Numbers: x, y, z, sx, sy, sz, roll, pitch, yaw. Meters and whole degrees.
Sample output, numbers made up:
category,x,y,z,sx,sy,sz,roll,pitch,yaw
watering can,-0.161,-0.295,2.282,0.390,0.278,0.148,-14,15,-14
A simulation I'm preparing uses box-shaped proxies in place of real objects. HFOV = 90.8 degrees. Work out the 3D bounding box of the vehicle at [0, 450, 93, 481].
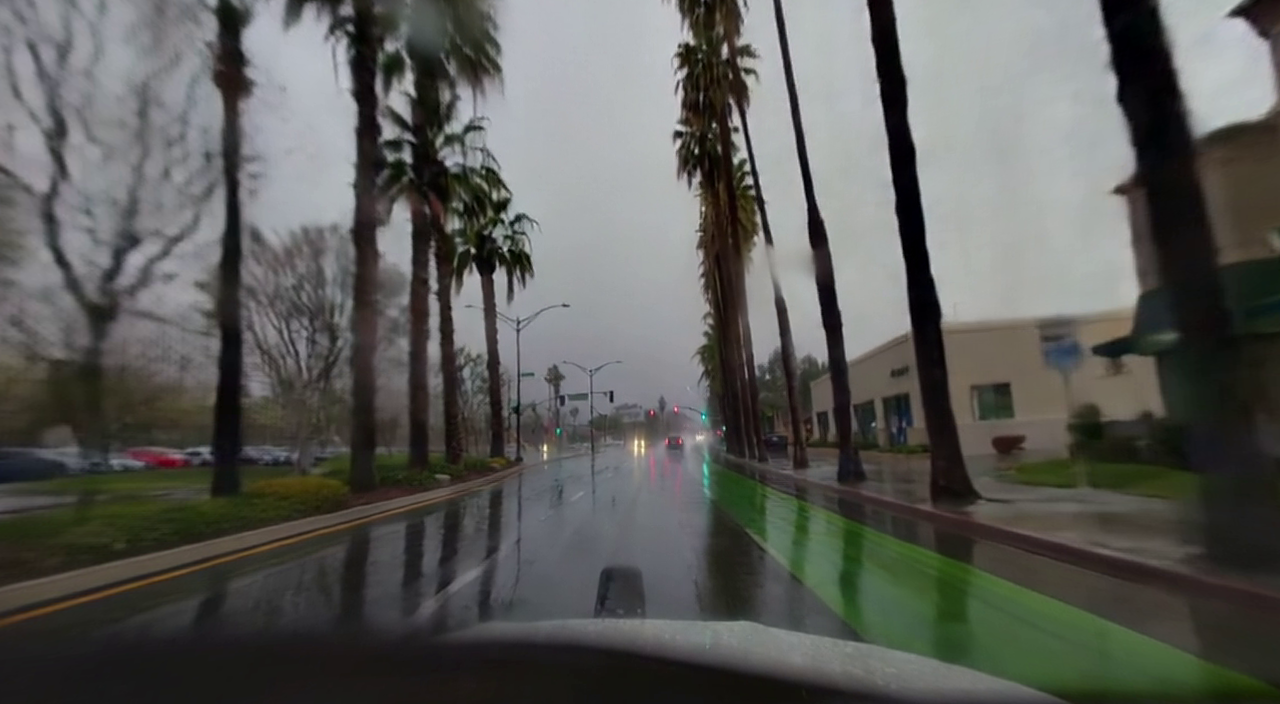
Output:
category,x,y,z,sx,sy,sz,roll,pitch,yaw
vehicle,-30.262,5.664,31.574,4.479,1.465,1.772,-1,-9,7

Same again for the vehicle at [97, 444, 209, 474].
category,x,y,z,sx,sy,sz,roll,pitch,yaw
vehicle,-30.281,6.671,39.382,5.174,1.778,2.292,-1,-8,3
